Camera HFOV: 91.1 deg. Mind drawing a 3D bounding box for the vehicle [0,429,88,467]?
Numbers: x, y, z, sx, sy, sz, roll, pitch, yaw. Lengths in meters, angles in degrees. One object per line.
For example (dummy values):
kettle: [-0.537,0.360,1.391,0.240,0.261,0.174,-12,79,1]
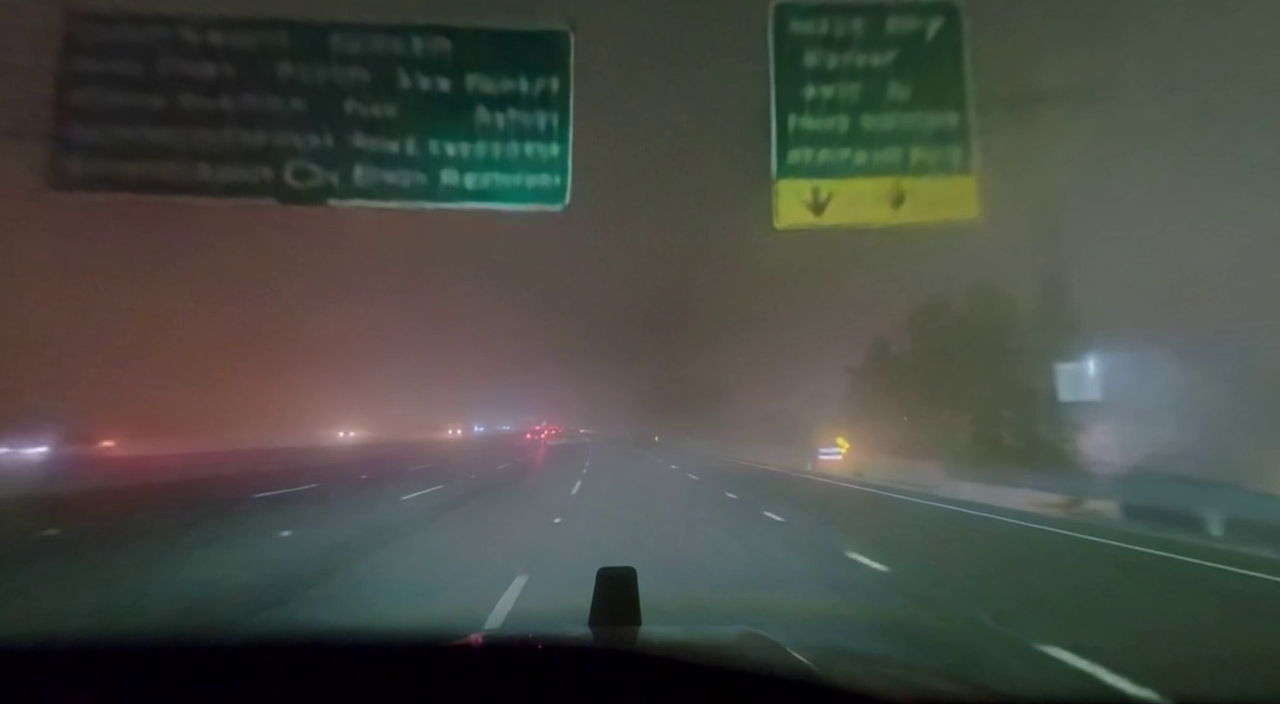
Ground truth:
vehicle: [-25.361,3.950,26.005,1.866,1.461,3.563,0,-8,-2]
